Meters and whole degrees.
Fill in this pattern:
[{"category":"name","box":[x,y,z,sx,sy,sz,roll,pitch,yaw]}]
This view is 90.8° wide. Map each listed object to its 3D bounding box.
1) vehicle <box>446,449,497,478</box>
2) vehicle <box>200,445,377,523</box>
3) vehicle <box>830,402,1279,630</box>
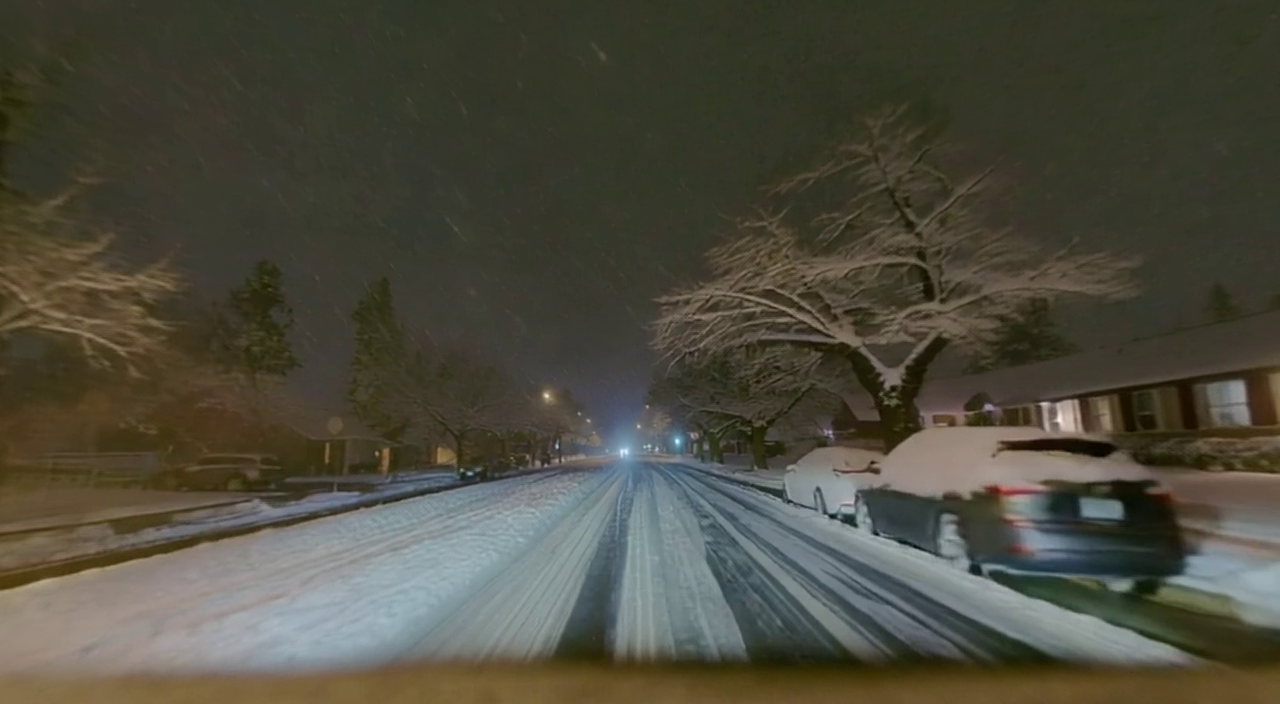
[{"category":"vehicle","box":[-10.847,7.227,41.010,2.082,1.661,4.403,-3,-10,0]},{"category":"vehicle","box":[-10.705,3.979,19.942,2.338,1.871,5.795,-5,-8,-1]},{"category":"vehicle","box":[4.177,1.676,7.550,2.254,1.812,4.817,0,-9,-1]}]
